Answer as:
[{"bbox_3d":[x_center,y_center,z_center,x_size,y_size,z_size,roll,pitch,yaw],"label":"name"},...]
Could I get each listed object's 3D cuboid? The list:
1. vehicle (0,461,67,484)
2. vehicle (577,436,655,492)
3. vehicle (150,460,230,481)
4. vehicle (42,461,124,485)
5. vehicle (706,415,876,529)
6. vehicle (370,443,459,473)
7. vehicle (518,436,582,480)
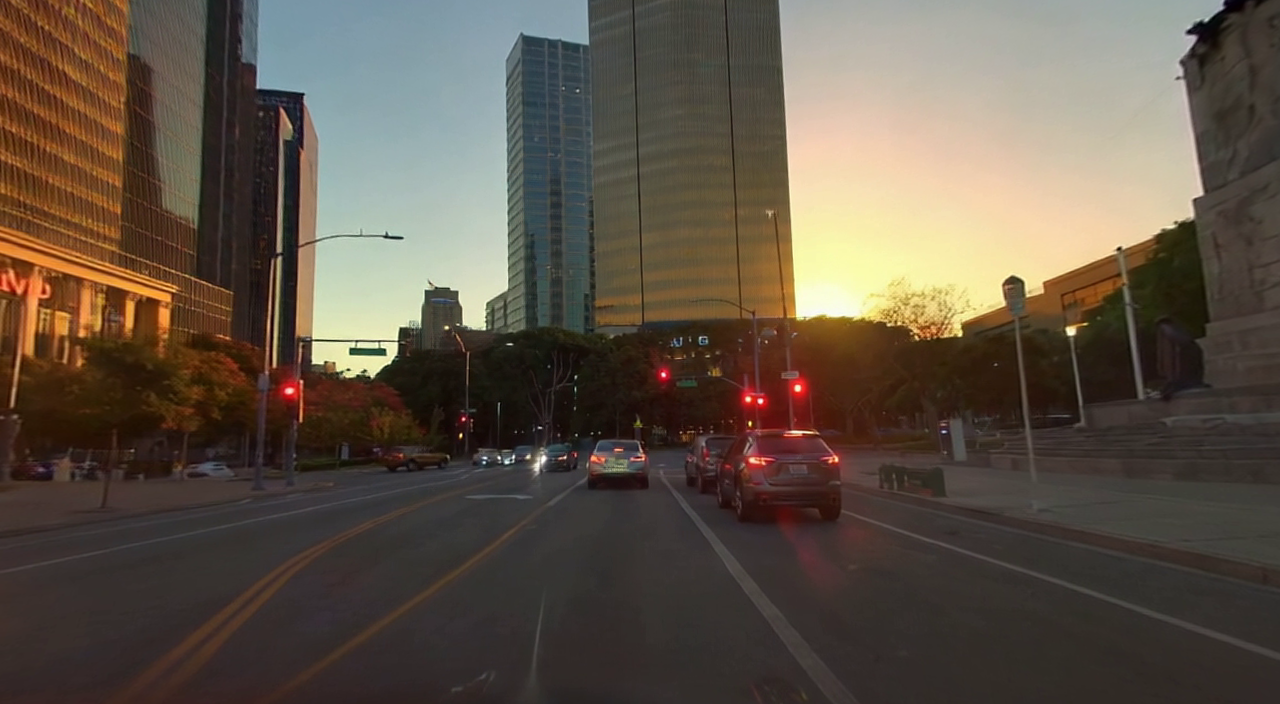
[{"bbox_3d":[-44.554,8.807,46.175,3.671,1.498,1.670,1,-9,3],"label":"vehicle"},{"bbox_3d":[-0.644,3.313,18.997,2.096,1.492,4.071,0,-9,0],"label":"vehicle"},{"bbox_3d":[-32.478,8.545,45.623,4.392,1.427,1.764,0,-9,0],"label":"vehicle"},{"bbox_3d":[-40.244,8.734,45.701,4.224,1.622,1.808,0,-9,0],"label":"vehicle"},{"bbox_3d":[2.609,2.218,12.185,2.096,1.775,4.440,0,-9,-1],"label":"vehicle"},{"bbox_3d":[-14.082,6.660,39.752,4.855,1.769,2.071,1,-9,-9],"label":"vehicle"},{"bbox_3d":[-3.584,4.304,25.956,2.045,1.633,4.864,0,-9,-2],"label":"vehicle"}]
